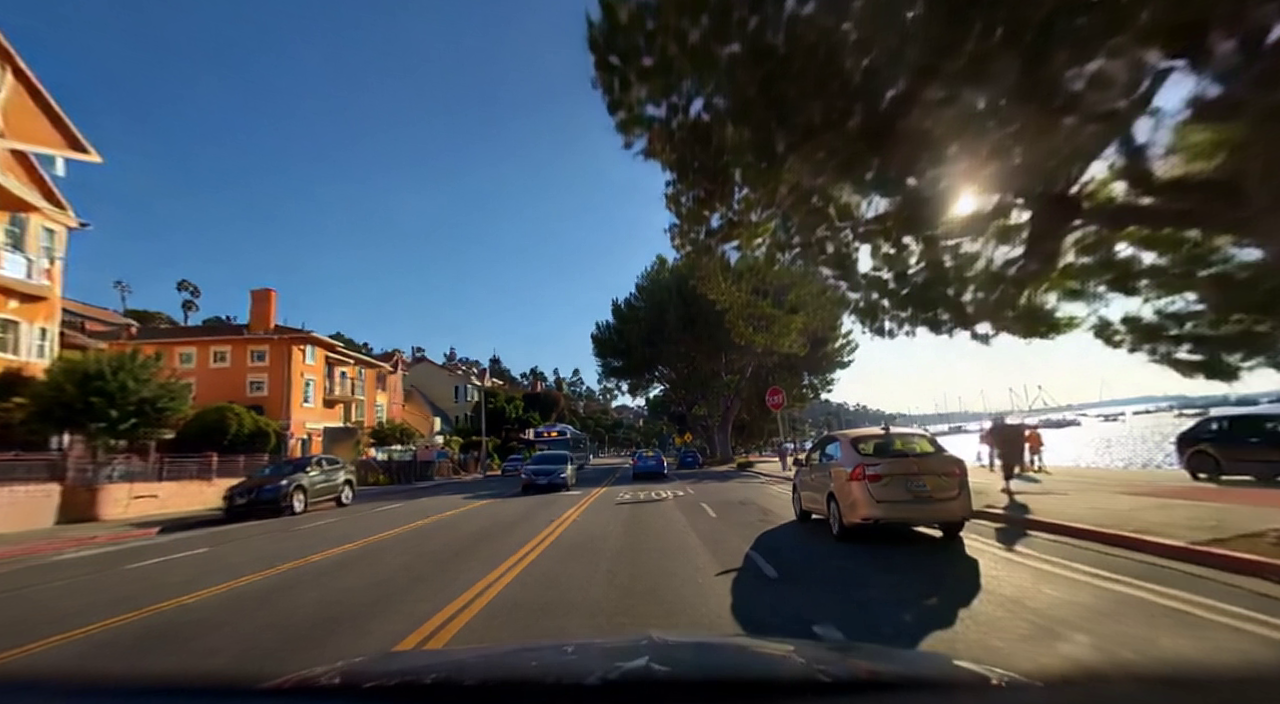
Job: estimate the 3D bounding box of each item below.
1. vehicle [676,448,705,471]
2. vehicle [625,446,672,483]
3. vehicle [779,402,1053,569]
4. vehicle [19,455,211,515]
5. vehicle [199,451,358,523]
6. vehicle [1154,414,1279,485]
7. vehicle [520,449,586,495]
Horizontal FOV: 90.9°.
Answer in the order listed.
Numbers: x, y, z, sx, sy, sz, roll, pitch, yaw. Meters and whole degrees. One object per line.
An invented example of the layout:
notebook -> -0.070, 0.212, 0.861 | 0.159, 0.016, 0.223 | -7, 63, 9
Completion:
vehicle -> 3.874, 8.325, 48.988 | 1.876, 1.626, 3.851 | 0, -9, -1
vehicle -> 0.375, 5.440, 30.713 | 2.132, 1.632, 3.838 | 0, -9, 0
vehicle -> 3.508, 1.800, 9.159 | 2.000, 1.809, 4.405 | -1, -9, 1
vehicle -> -17.445, 4.414, 21.178 | 4.371, 1.813, 2.086 | 1, -9, -6
vehicle -> -10.755, 3.983, 19.281 | 2.107, 1.868, 4.690 | 0, -9, -1
vehicle -> 15.124, 2.230, 14.749 | 1.967, 1.526, 5.016 | -4, -9, 1
vehicle -> -3.218, 4.512, 24.083 | 1.893, 1.583, 4.107 | -1, -9, 1
